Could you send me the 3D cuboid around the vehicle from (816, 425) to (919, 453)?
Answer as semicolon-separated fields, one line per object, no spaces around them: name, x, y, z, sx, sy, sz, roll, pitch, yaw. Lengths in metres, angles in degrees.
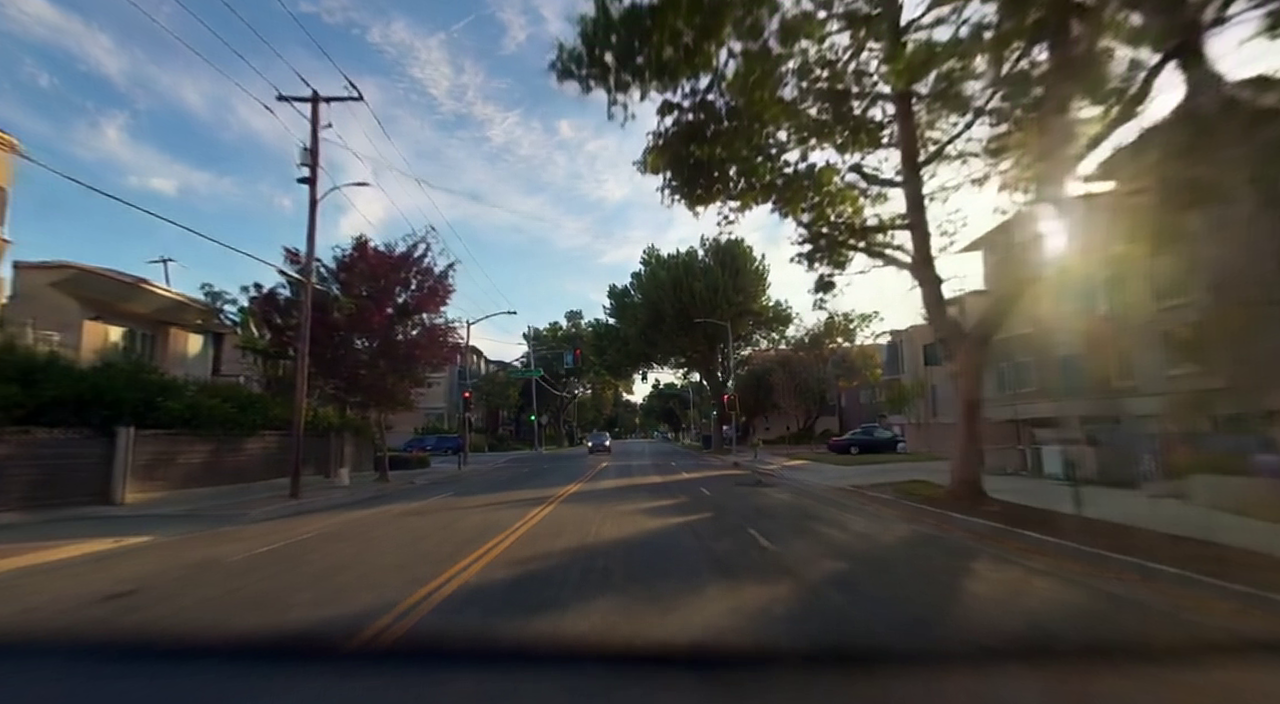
vehicle;12.670;4.893;35.391;4.908;1.521;2.108;0;-9;-4

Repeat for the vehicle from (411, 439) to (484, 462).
vehicle;-12.536;6.443;41.273;4.135;1.424;1.945;-1;-9;4
